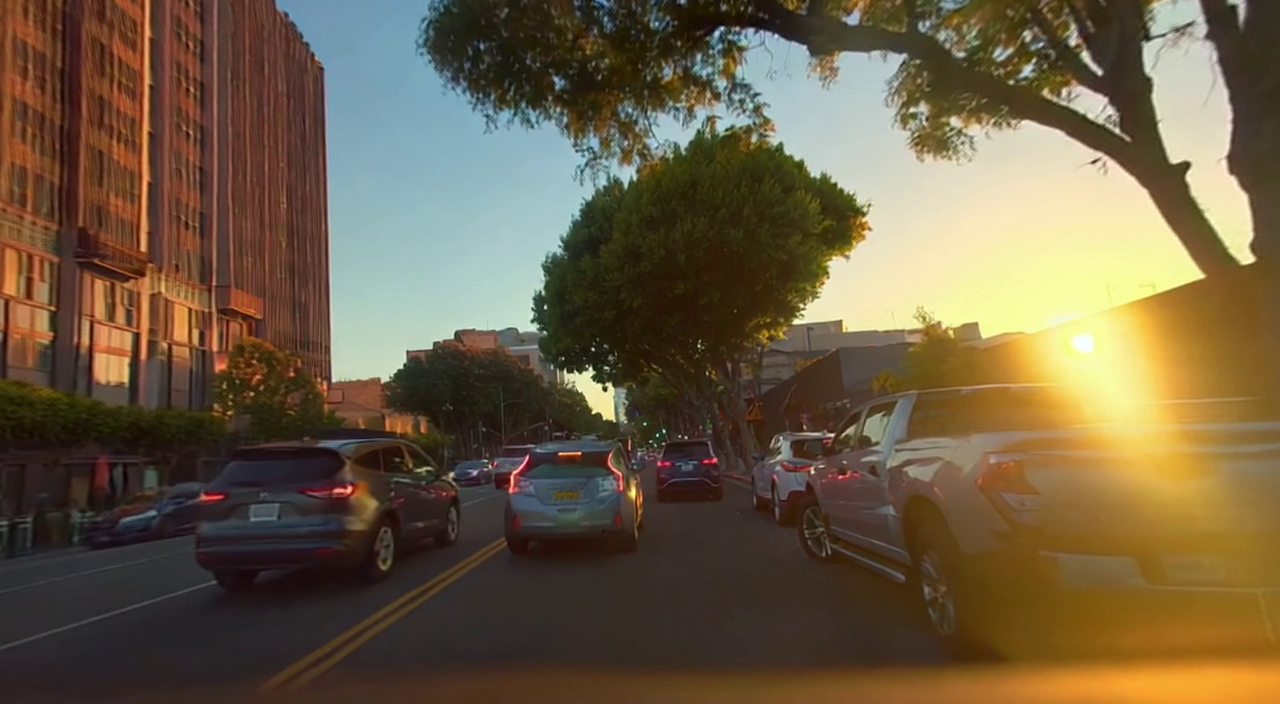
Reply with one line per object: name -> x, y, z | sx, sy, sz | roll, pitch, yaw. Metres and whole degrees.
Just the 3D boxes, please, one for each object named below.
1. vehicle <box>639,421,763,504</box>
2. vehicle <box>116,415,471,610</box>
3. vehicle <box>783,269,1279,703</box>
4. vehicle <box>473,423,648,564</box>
vehicle -> 1.893, 3.039, 17.759 | 2.352, 1.953, 4.798 | -3, -9, 19
vehicle -> -3.906, 1.867, 8.363 | 2.000, 1.818, 4.668 | 0, -9, 0
vehicle -> 2.992, 1.036, 5.368 | 2.225, 2.070, 5.264 | 0, -9, -1
vehicle -> -0.924, 1.991, 9.603 | 2.076, 1.667, 3.948 | 0, -9, 1
